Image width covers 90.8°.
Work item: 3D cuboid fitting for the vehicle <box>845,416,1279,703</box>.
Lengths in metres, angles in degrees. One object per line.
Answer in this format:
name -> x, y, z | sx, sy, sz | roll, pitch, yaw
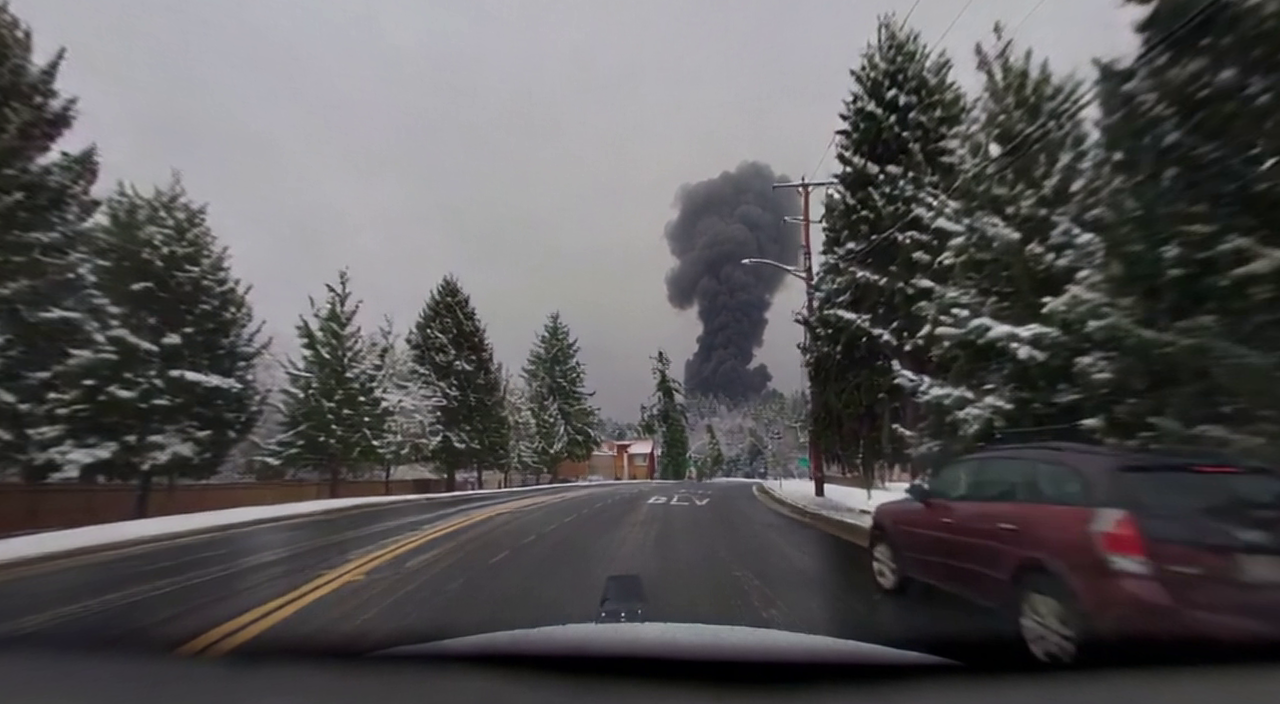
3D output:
vehicle -> 3.108, 1.249, 3.847 | 1.965, 1.486, 4.582 | 0, -10, -3
